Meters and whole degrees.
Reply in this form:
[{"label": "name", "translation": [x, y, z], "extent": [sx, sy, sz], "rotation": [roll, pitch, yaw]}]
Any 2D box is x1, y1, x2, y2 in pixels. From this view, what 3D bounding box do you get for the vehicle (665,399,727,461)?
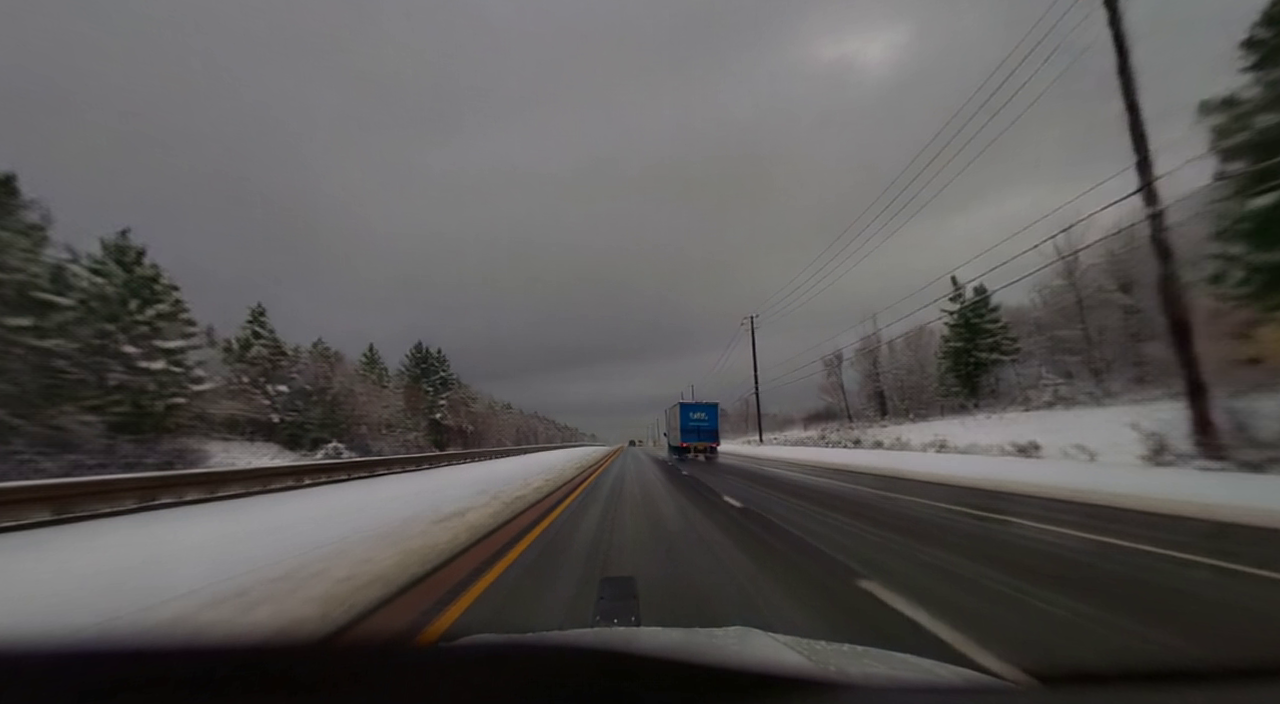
[{"label": "vehicle", "translation": [3.506, 5.281, 41.968], "extent": [3.037, 3.672, 9.136], "rotation": [0, -8, -1]}]
